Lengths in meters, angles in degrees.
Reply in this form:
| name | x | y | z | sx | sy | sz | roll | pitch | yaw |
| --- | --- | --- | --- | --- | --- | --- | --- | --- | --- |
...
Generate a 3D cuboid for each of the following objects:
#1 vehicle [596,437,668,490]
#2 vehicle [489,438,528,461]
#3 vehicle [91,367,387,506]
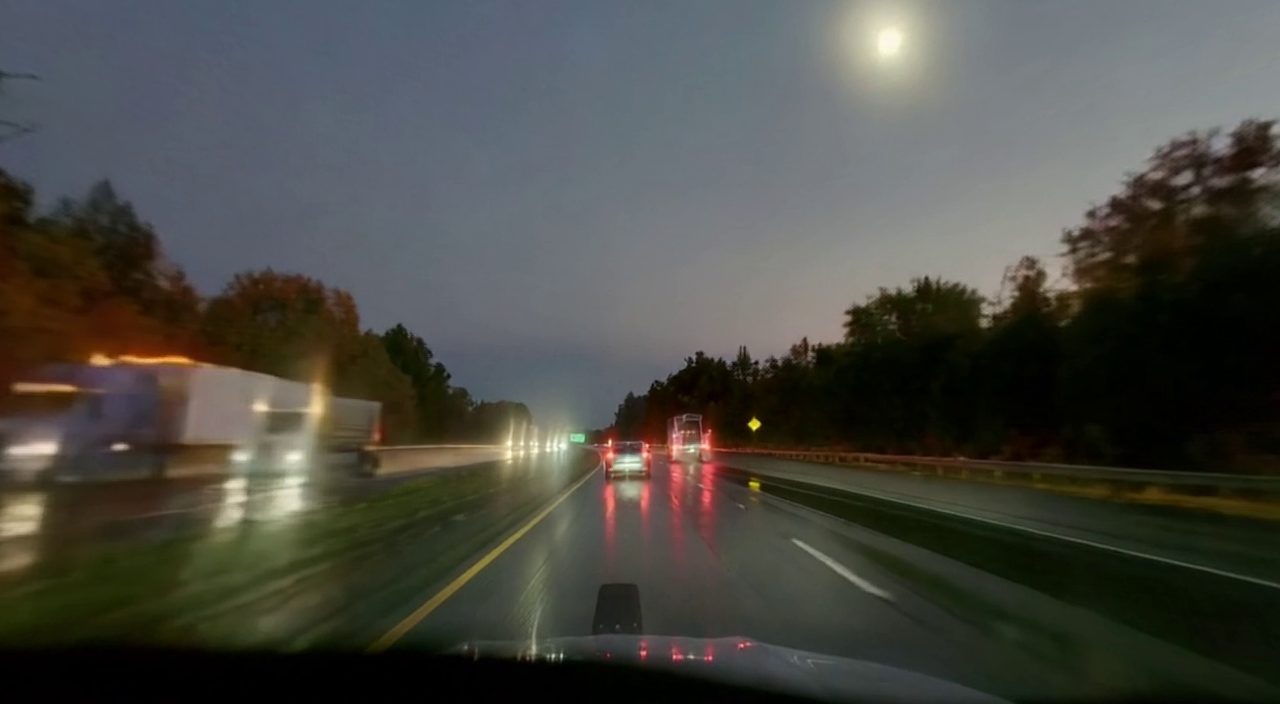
| name | x | y | z | sx | sy | sz | roll | pitch | yaw |
| --- | --- | --- | --- | --- | --- | --- | --- | --- | --- |
| vehicle | -0.276 | 3.583 | 20.407 | 2.099 | 1.506 | 4.097 | 0 | -9 | -1 |
| vehicle | -9.489 | 7.131 | 45.644 | 1.947 | 1.565 | 4.155 | 0 | -9 | 0 |
| vehicle | -8.805 | 2.094 | 15.117 | 2.433 | 2.536 | 7.064 | 0 | -9 | 0 |
